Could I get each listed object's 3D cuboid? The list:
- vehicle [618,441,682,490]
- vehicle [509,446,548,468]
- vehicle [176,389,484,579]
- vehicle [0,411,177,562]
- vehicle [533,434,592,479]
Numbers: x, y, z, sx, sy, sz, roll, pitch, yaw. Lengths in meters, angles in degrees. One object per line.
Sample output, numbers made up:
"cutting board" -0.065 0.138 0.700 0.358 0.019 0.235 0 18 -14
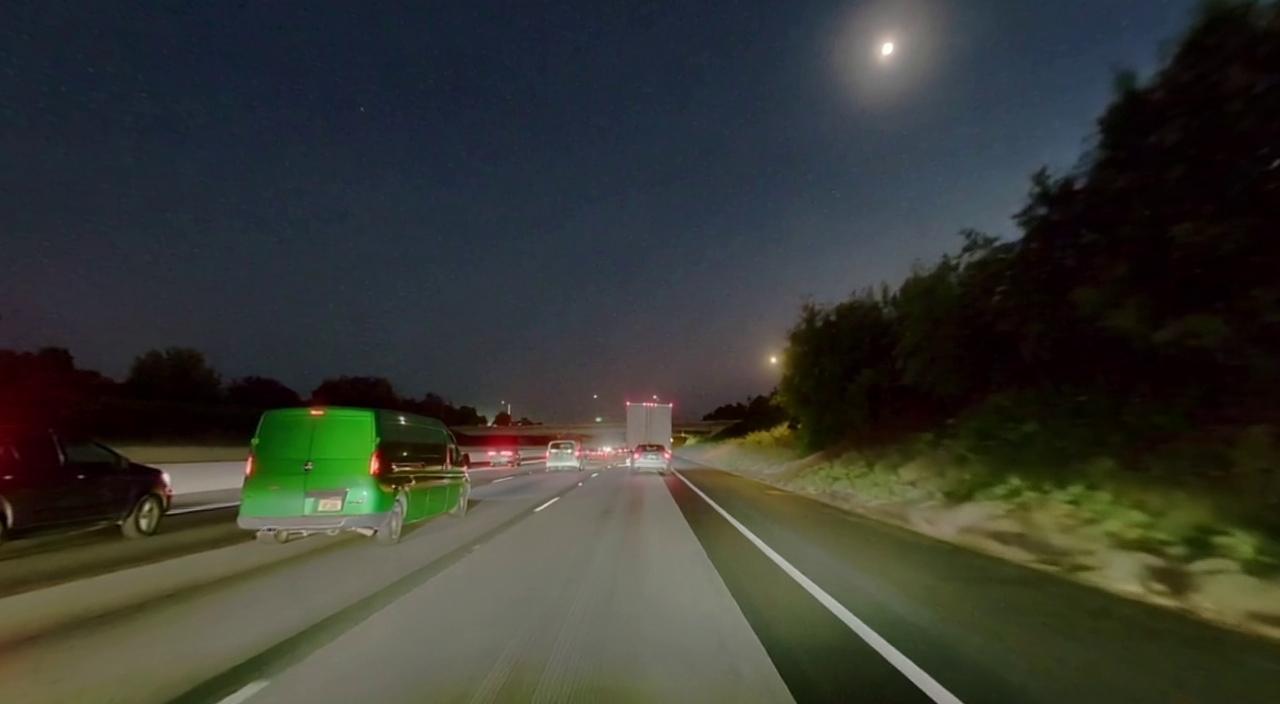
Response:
"vehicle" 0.317 3.829 21.549 1.991 1.507 3.391 0 -9 0
"vehicle" -7.772 7.326 44.112 1.886 1.414 4.028 0 -9 1
"vehicle" -3.580 1.609 8.311 1.951 1.882 3.979 0 -9 1
"vehicle" -8.250 1.586 7.551 2.093 1.675 4.233 0 -9 0
"vehicle" -3.433 4.733 28.754 2.068 1.862 4.234 0 -9 1
